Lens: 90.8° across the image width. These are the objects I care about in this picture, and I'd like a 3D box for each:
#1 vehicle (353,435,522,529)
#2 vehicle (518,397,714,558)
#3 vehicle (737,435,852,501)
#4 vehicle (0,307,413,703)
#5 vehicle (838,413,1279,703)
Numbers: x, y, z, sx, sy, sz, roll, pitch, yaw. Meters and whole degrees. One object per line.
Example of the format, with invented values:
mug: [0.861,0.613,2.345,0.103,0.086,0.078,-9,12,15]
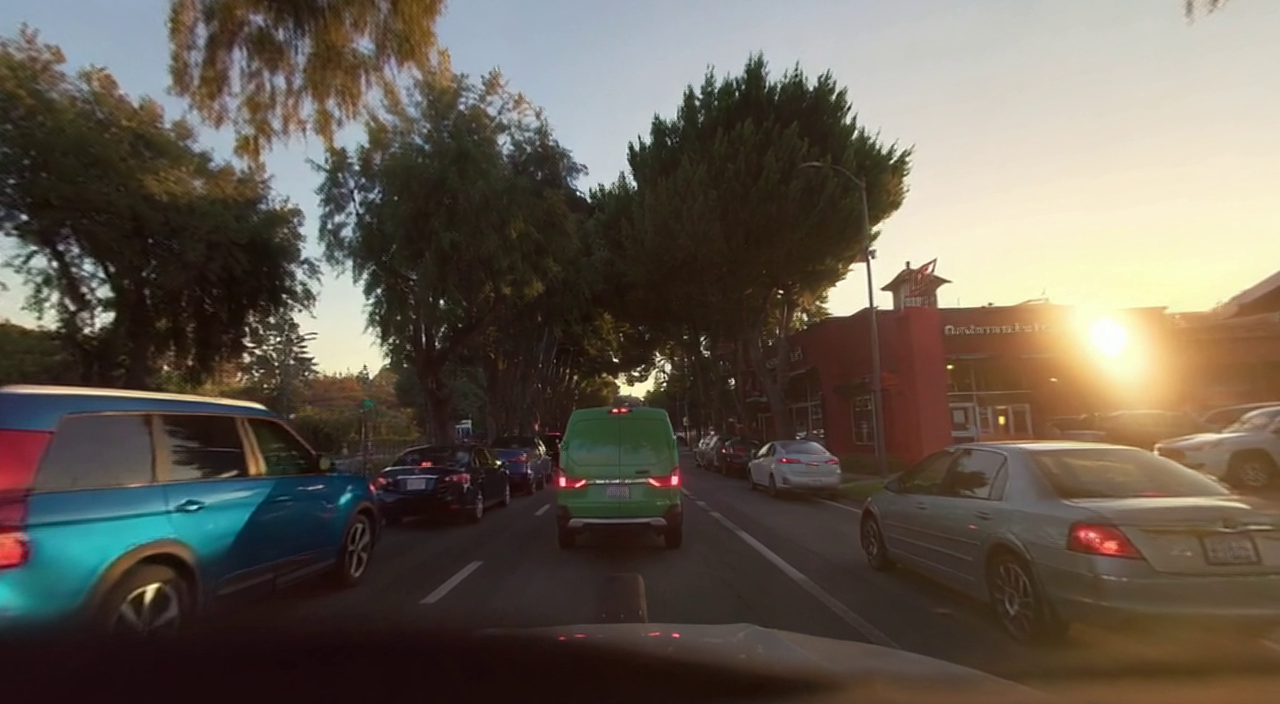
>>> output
vehicle: [-3.565,2.354,12.031,1.849,1.451,4.218,0,-9,-1]
vehicle: [-0.314,1.754,9.422,2.238,1.825,4.190,0,-9,-1]
vehicle: [3.900,3.000,16.754,1.875,1.521,4.192,0,-9,-2]
vehicle: [-3.609,1.068,4.554,2.231,1.853,4.461,0,-9,0]
vehicle: [3.382,1.381,5.411,1.900,1.477,4.352,0,-9,-1]
